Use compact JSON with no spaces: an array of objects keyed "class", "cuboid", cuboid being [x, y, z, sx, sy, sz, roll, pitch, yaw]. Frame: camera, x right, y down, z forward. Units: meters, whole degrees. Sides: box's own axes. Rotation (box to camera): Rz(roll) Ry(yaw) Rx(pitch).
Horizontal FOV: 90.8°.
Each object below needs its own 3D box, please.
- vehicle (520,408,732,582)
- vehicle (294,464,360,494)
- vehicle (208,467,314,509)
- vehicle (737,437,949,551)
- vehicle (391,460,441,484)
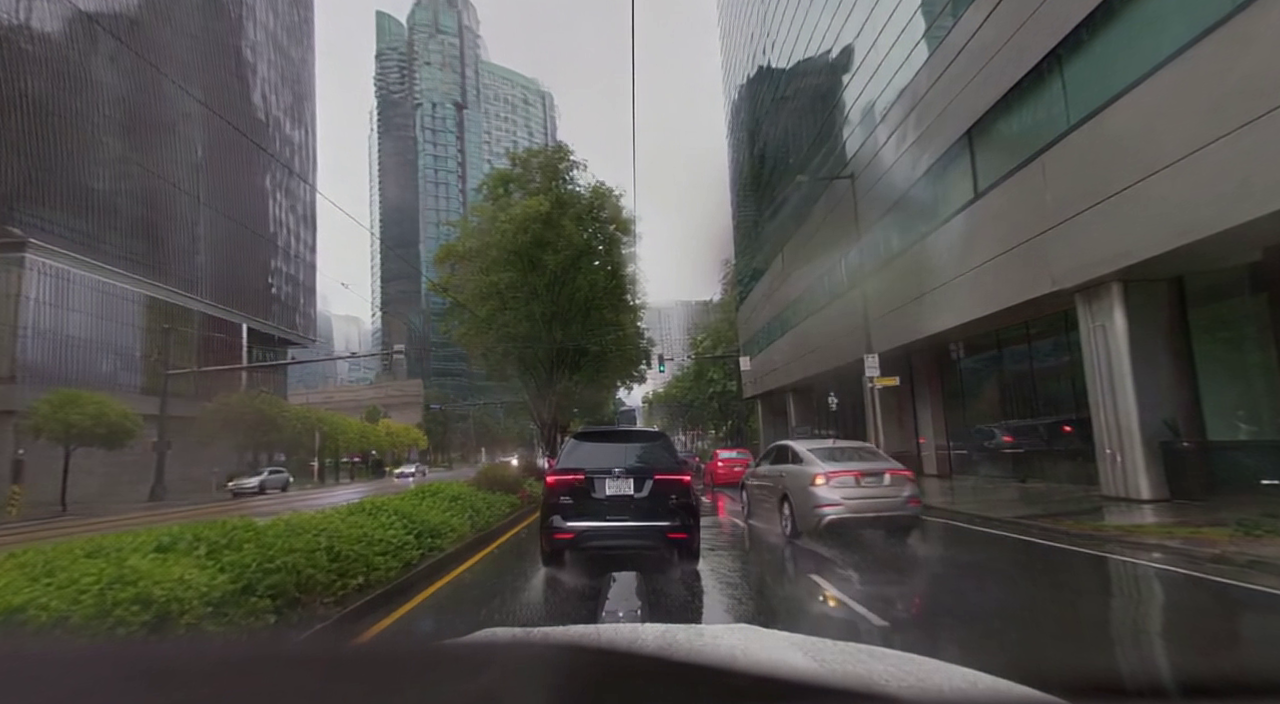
[{"class":"vehicle","cuboid":[-0.235,1.792,8.744,2.178,1.779,4.255,0,-8,-3]},{"class":"vehicle","cuboid":[-19.858,8.054,40.341,2.066,1.700,4.536,0,-8,-3]},{"class":"vehicle","cuboid":[-15.493,5.558,26.141,1.798,1.409,4.239,0,-8,-1]},{"class":"vehicle","cuboid":[3.041,2.216,10.633,1.993,1.480,4.324,0,-8,-2]},{"class":"vehicle","cuboid":[-15.772,8.453,44.746,2.077,1.458,4.718,0,-9,-3]}]
